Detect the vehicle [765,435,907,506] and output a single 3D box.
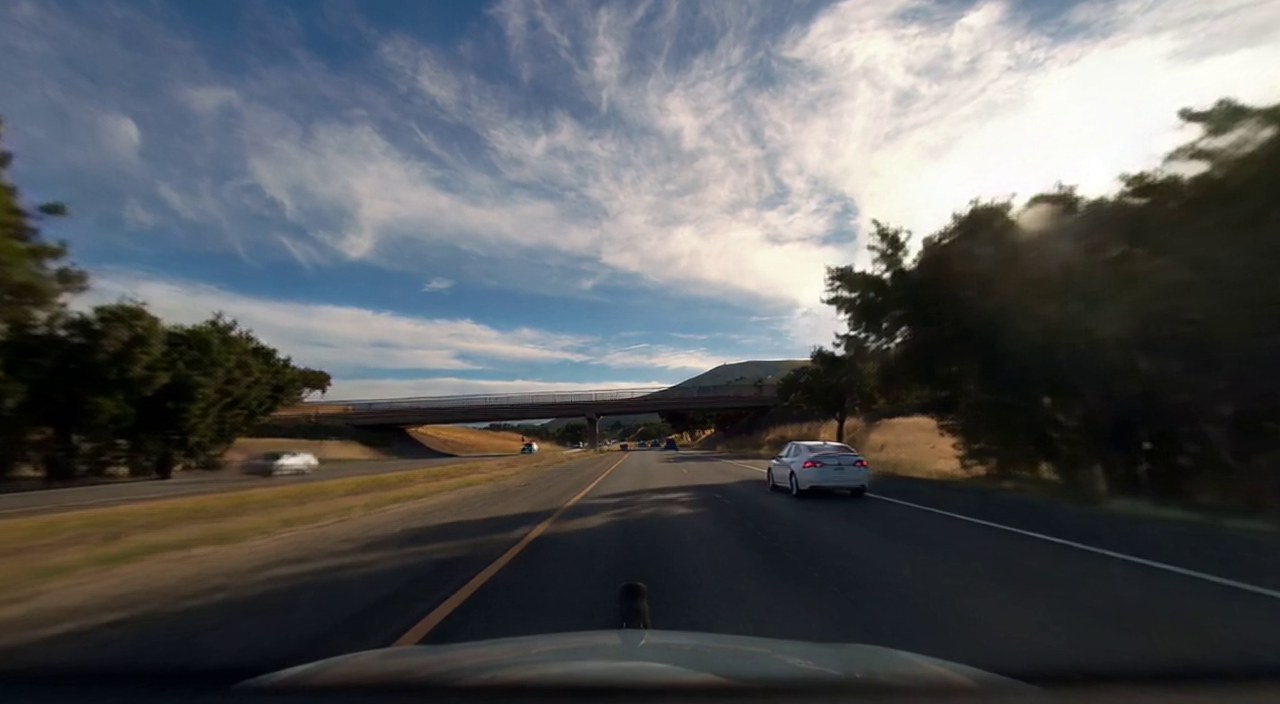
[{"bbox_3d":[4.641,2.873,15.826,2.027,1.487,4.718,0,-8,0],"label":"vehicle"}]
